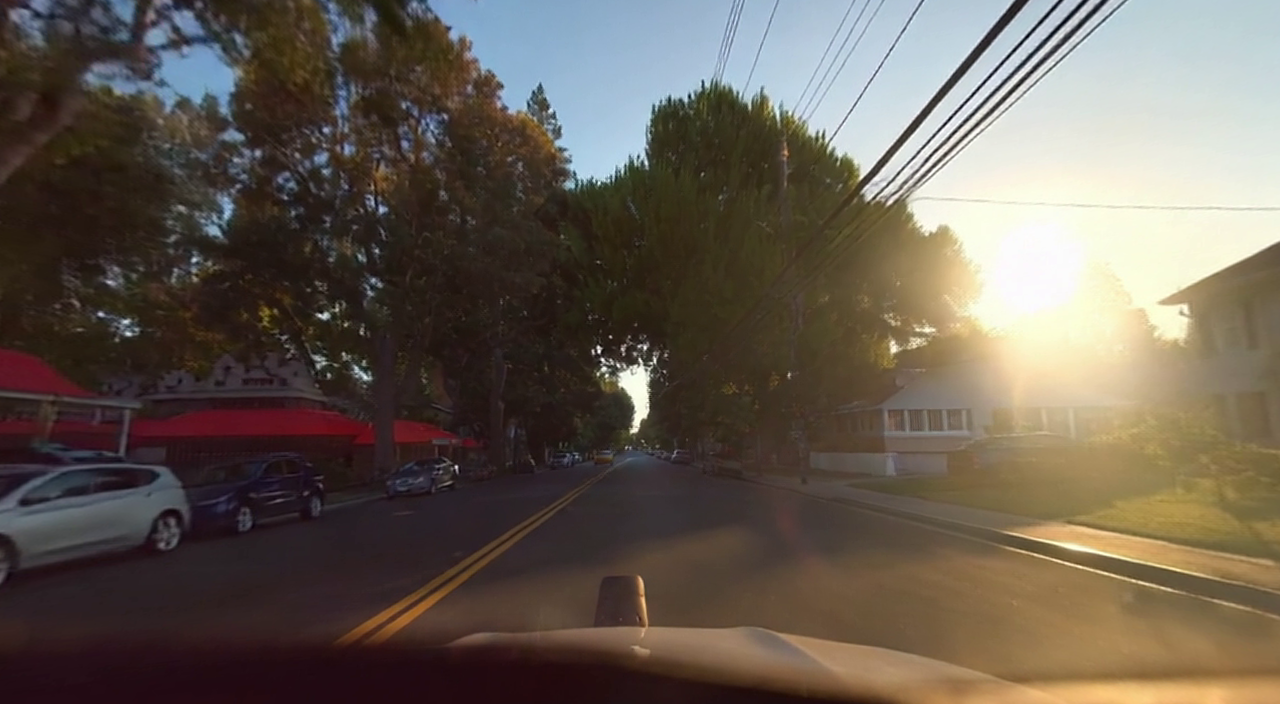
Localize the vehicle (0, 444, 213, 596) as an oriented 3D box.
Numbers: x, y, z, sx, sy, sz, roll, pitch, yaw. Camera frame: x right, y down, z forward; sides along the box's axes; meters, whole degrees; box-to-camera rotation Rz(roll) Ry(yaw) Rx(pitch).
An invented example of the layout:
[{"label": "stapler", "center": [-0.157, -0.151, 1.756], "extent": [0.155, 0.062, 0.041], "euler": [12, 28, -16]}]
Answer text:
[{"label": "vehicle", "center": [-8.574, 2.206, 8.914], "extent": [1.975, 1.775, 4.509], "euler": [0, -8, -1]}]

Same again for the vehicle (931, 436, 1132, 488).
[{"label": "vehicle", "center": [11.748, 3.323, 19.248], "extent": [4.716, 1.480, 2.023], "euler": [0, -8, 1]}]

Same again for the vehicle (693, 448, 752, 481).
[{"label": "vehicle", "center": [4.158, 5.737, 32.566], "extent": [2.052, 1.476, 4.438], "euler": [-2, -9, -4]}]

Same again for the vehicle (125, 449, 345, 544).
[{"label": "vehicle", "center": [-8.584, 3.026, 13.998], "extent": [1.913, 1.723, 4.318], "euler": [0, -8, 1]}]

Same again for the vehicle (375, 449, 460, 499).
[{"label": "vehicle", "center": [-8.815, 4.847, 25.466], "extent": [1.970, 1.785, 4.274], "euler": [0, -8, -2]}]
